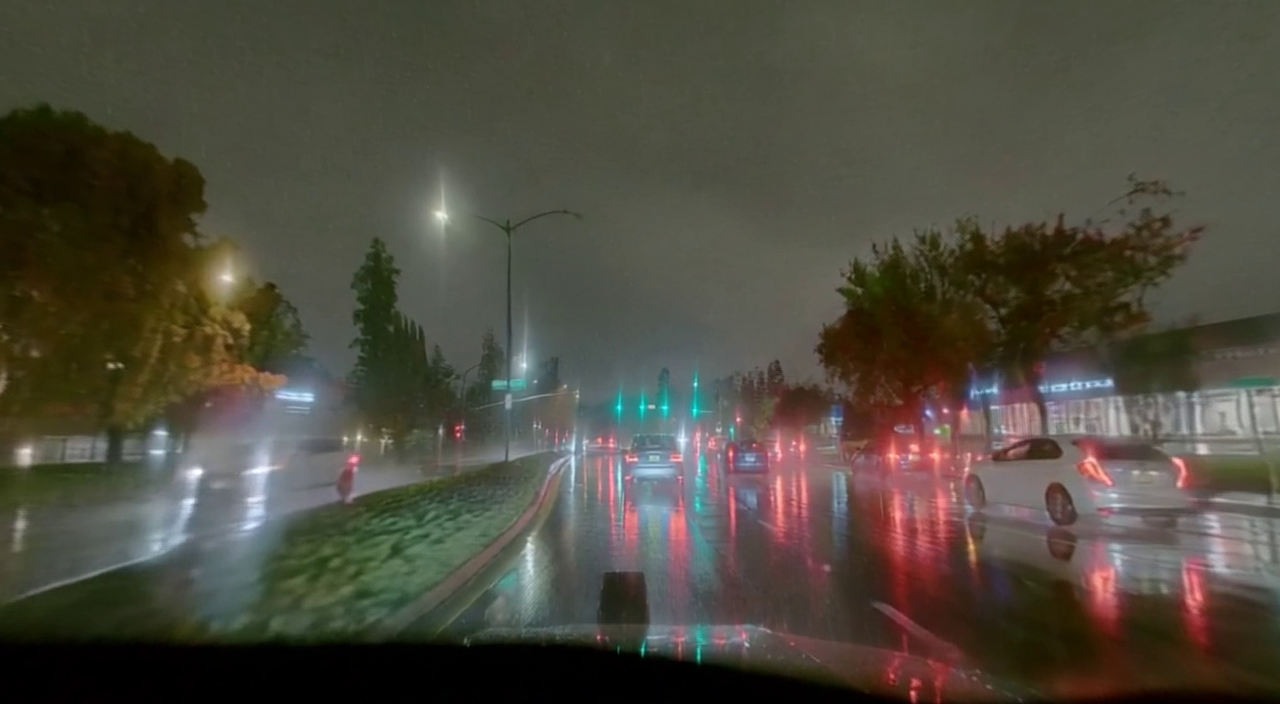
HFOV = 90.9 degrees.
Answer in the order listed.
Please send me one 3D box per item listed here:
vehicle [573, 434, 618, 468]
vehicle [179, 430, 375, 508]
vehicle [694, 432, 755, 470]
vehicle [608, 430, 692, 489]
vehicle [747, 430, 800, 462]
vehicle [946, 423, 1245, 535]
[{"bbox_3d":[-2.115,4.623,29.571,1.938,1.472,4.399,1,-8,-4],"label":"vehicle"},{"bbox_3d":[-8.468,2.755,15.317,2.044,1.610,4.463,0,-8,1],"label":"vehicle"},{"bbox_3d":[3.592,4.304,27.562,1.988,1.528,4.144,0,-8,-1],"label":"vehicle"},{"bbox_3d":[0.283,3.006,17.843,2.096,1.473,3.893,0,-8,1],"label":"vehicle"},{"bbox_3d":[7.588,5.399,36.188,2.044,1.701,4.397,0,-8,0],"label":"vehicle"},{"bbox_3d":[7.326,2.064,10.889,1.892,1.515,4.400,0,-8,0],"label":"vehicle"}]
